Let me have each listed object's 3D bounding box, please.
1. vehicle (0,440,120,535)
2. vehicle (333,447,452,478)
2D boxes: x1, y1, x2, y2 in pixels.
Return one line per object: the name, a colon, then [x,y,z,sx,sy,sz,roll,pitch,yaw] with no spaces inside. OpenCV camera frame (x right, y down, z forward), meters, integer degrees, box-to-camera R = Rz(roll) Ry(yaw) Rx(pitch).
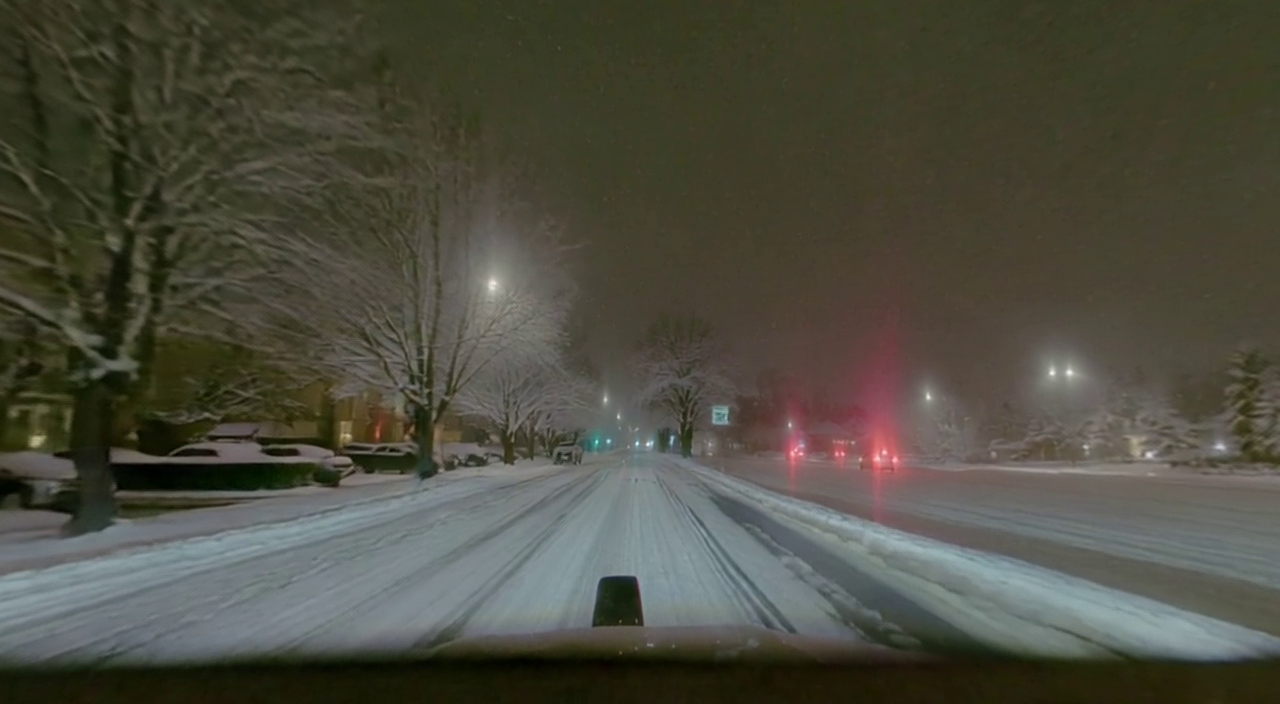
vehicle: [-13.483,2.614,12.521,4.422,1.694,2.026,0,-8,1]
vehicle: [-12.801,5.747,32.794,5.300,1.432,1.951,1,-8,0]
